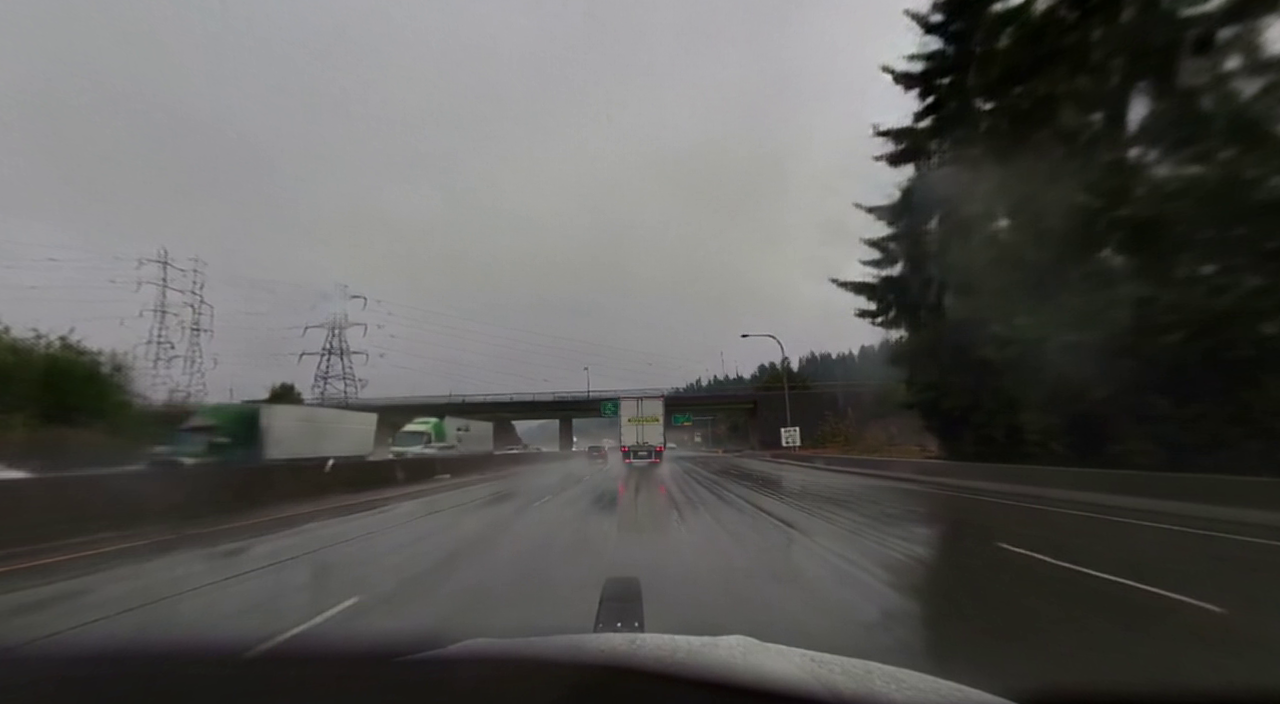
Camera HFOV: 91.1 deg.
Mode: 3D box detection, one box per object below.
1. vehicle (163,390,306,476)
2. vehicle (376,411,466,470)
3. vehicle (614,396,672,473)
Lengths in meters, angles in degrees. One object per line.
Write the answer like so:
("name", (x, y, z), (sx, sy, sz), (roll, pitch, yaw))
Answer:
("vehicle", (-19.927, 4.122, 31.438), (2.956, 3.854, 5.923), (-1, -9, 1))
("vehicle", (-15.595, 6.533, 45.710), (2.809, 3.787, 9.920), (0, -9, 1))
("vehicle", (0.095, 5.269, 39.333), (3.025, 4.002, 12.709), (0, -9, -1))
